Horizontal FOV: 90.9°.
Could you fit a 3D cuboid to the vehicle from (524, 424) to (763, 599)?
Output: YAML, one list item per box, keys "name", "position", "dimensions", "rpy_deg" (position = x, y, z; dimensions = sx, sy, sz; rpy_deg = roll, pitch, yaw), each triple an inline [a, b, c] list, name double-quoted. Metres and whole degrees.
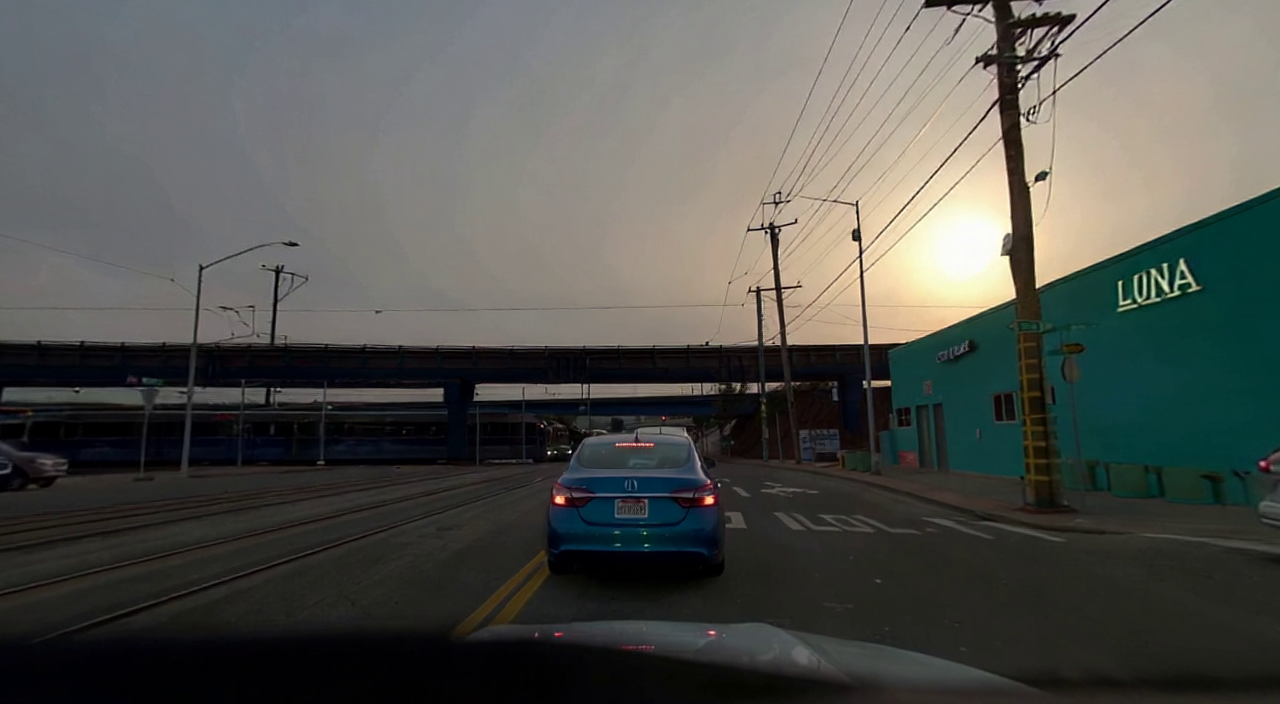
- name: "vehicle"
  position: [0.119, 1.711, 7.625]
  dimensions: [2.090, 1.518, 4.033]
  rpy_deg: [-1, -9, 3]

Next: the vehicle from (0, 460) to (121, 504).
- name: "vehicle"
  position: [-21.904, 4.688, 22.862]
  dimensions: [4.566, 1.453, 1.935]
  rpy_deg: [-1, -9, 5]
